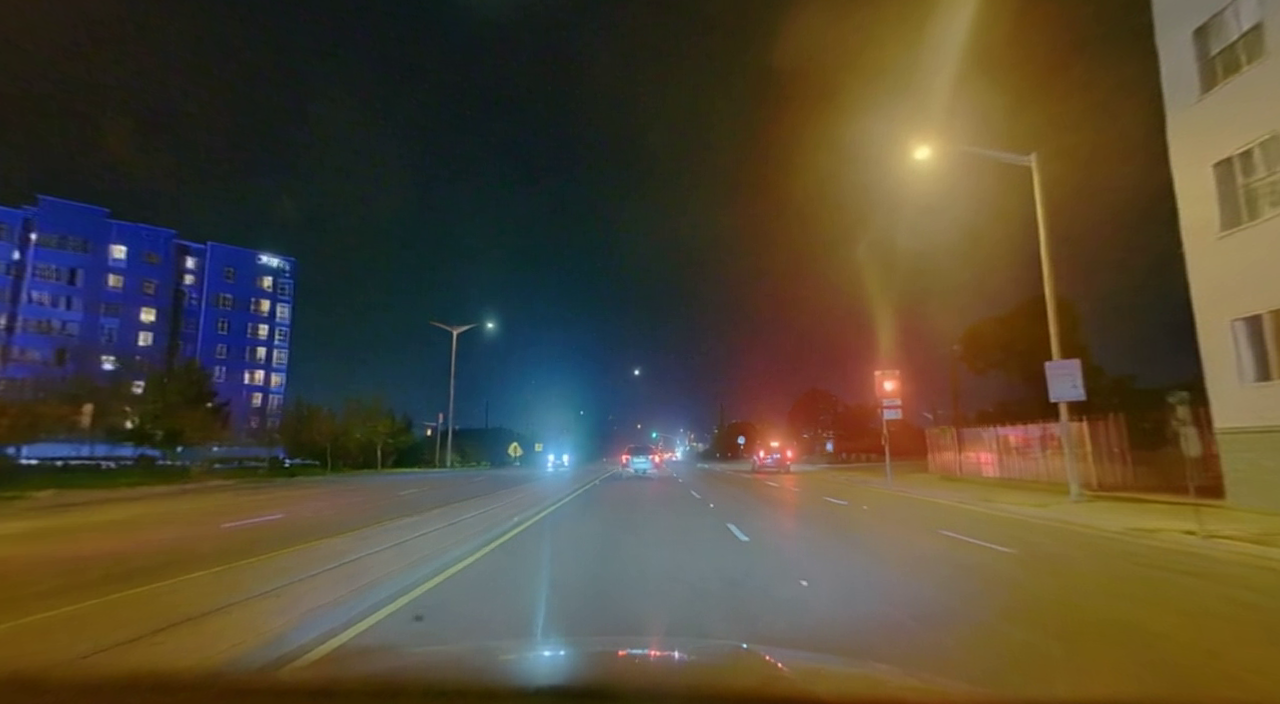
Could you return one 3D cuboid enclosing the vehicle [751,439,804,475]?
[{"bbox_3d":[7.316,5.602,33.885,1.952,1.749,4.311,0,-8,2],"label":"vehicle"}]

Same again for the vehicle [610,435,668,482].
[{"bbox_3d":[-0.029,4.381,26.286,2.160,1.786,4.702,0,-8,0],"label":"vehicle"}]
